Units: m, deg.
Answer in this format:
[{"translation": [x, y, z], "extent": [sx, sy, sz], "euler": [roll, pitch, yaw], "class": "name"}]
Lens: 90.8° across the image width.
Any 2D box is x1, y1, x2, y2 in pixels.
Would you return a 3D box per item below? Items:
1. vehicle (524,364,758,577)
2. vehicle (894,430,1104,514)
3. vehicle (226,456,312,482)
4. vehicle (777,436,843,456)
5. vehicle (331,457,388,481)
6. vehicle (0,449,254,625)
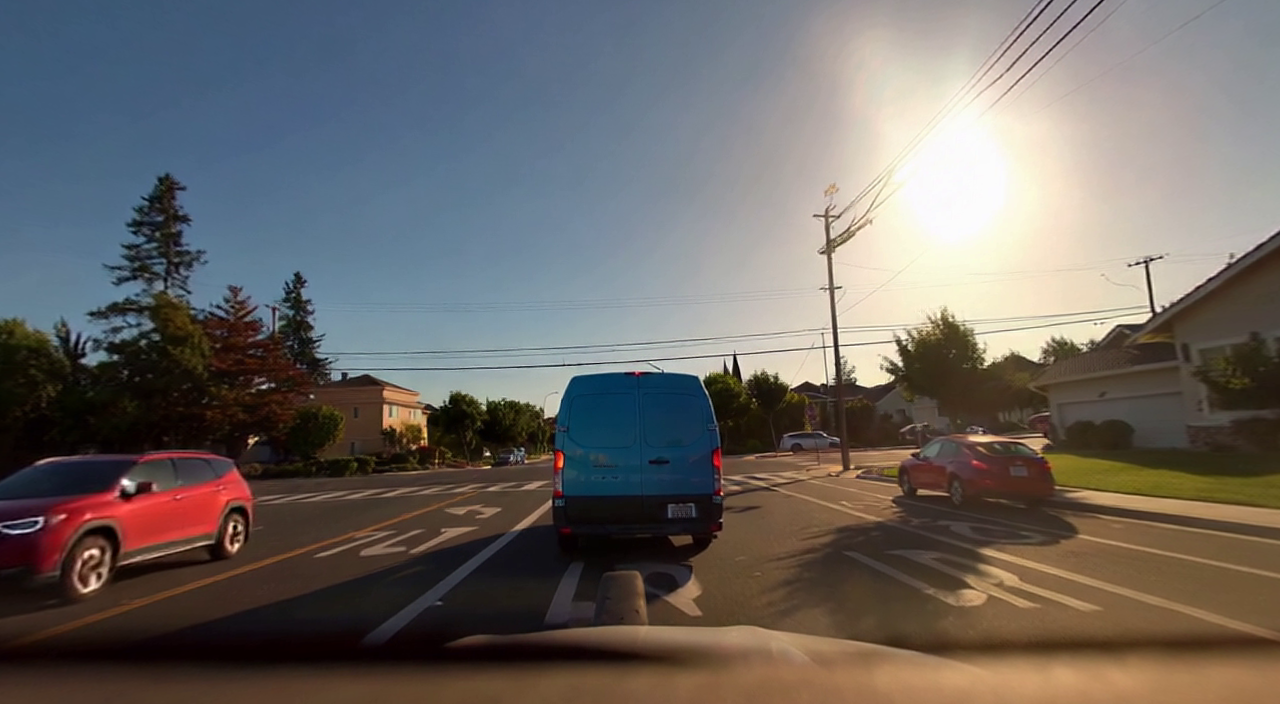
[{"translation": [-0.027, 1.545, 8.868], "extent": [2.342, 2.142, 4.809], "euler": [0, -9, -1], "class": "vehicle"}, {"translation": [7.354, 2.483, 13.561], "extent": [1.883, 1.504, 4.220], "euler": [0, -9, -2], "class": "vehicle"}, {"translation": [-27.245, 8.585, 46.463], "extent": [4.972, 1.776, 2.057], "euler": [0, -9, -1], "class": "vehicle"}, {"translation": [13.049, 7.260, 48.624], "extent": [4.483, 1.463, 1.805], "euler": [0, -9, -1], "class": "vehicle"}, {"translation": [-18.327, 7.652, 41.539], "extent": [1.816, 1.445, 4.120], "euler": [0, -9, 0], "class": "vehicle"}, {"translation": [-7.445, 2.162, 8.317], "extent": [1.997, 1.724, 4.417], "euler": [0, -9, -2], "class": "vehicle"}]
